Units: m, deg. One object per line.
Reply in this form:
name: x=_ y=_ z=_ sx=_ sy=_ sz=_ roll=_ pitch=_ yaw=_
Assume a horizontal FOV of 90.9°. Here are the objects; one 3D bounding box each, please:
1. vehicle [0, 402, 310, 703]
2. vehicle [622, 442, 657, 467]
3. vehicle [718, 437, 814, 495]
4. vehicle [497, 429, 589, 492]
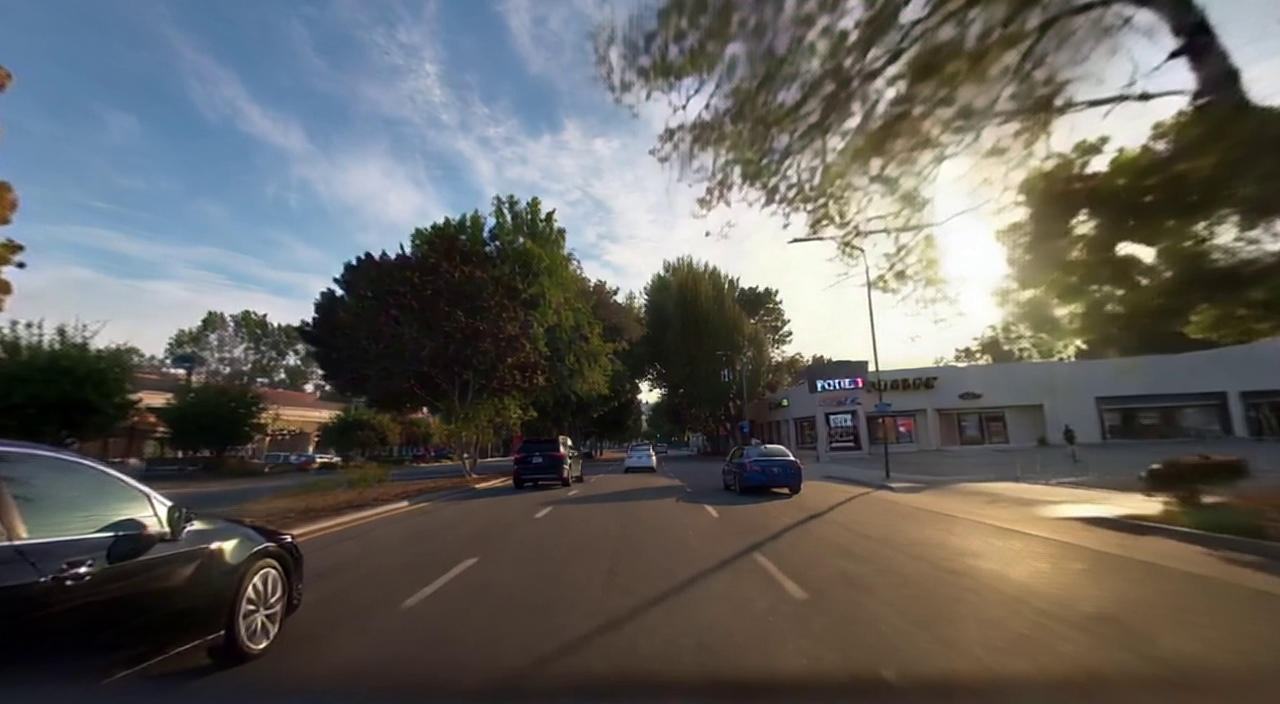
vehicle: x=-3.078 y=0.829 z=1.556 sx=1.956 sy=1.460 sz=4.802 roll=0 pitch=-8 yaw=0
vehicle: x=-0.032 y=6.429 z=39.688 sx=2.069 sy=1.445 sz=3.965 roll=0 pitch=-8 yaw=0
vehicle: x=3.589 y=3.328 z=18.801 sx=1.904 sy=1.490 sz=4.299 roll=0 pitch=-8 yaw=-1
vehicle: x=-2.962 y=3.435 z=20.371 sx=2.193 sy=1.788 sz=4.603 roll=0 pitch=-8 yaw=1
